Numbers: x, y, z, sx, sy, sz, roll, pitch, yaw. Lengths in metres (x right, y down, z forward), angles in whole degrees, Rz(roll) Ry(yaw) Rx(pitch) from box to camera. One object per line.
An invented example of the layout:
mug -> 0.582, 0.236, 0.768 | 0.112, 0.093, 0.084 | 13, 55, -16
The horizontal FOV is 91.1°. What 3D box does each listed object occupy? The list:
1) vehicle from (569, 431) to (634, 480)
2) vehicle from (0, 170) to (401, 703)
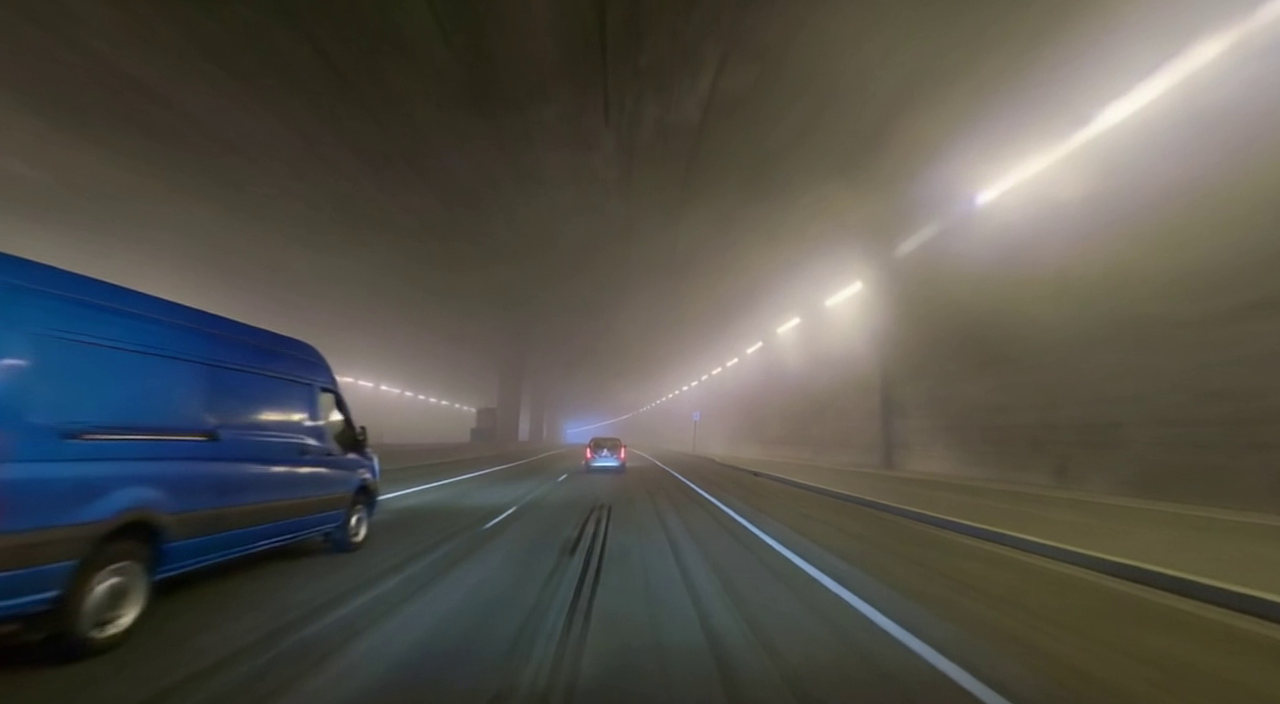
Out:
vehicle -> -1.296, 3.654, 22.522 | 2.095, 1.553, 4.069 | 0, -8, -1
vehicle -> -4.155, 0.678, 4.987 | 2.404, 2.459, 5.229 | 0, -8, 0
